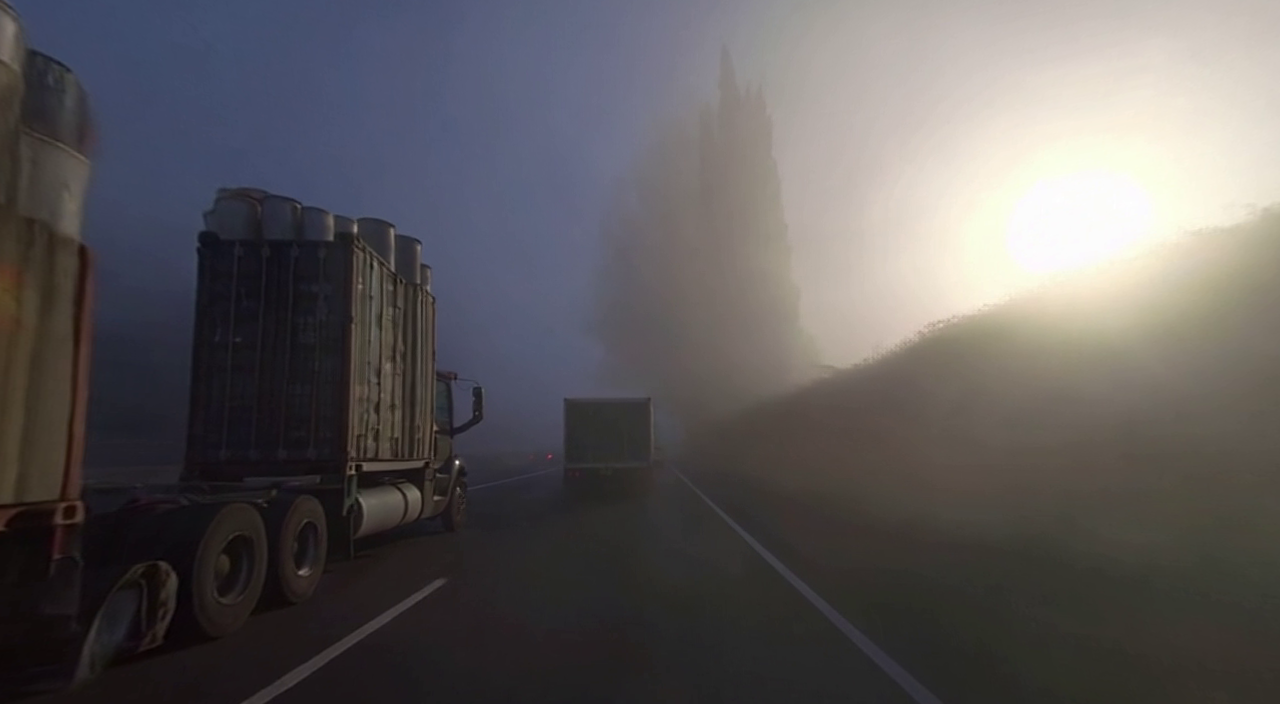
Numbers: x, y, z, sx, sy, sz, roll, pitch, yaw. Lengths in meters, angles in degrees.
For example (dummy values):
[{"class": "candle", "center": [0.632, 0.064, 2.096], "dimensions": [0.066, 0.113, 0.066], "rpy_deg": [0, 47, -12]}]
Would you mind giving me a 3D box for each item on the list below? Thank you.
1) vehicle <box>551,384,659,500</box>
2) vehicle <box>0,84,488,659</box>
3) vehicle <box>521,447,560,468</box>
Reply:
[{"class": "vehicle", "center": [-1.494, 3.019, 21.188], "dimensions": [2.798, 3.071, 8.412], "rpy_deg": [1, -8, -9]}, {"class": "vehicle", "center": [-4.073, 0.435, 7.251], "dimensions": [2.998, 3.992, 5.800], "rpy_deg": [0, -8, 1]}, {"class": "vehicle", "center": [-7.187, 7.683, 46.077], "dimensions": [2.006, 1.458, 4.700], "rpy_deg": [0, -8, 1]}]
